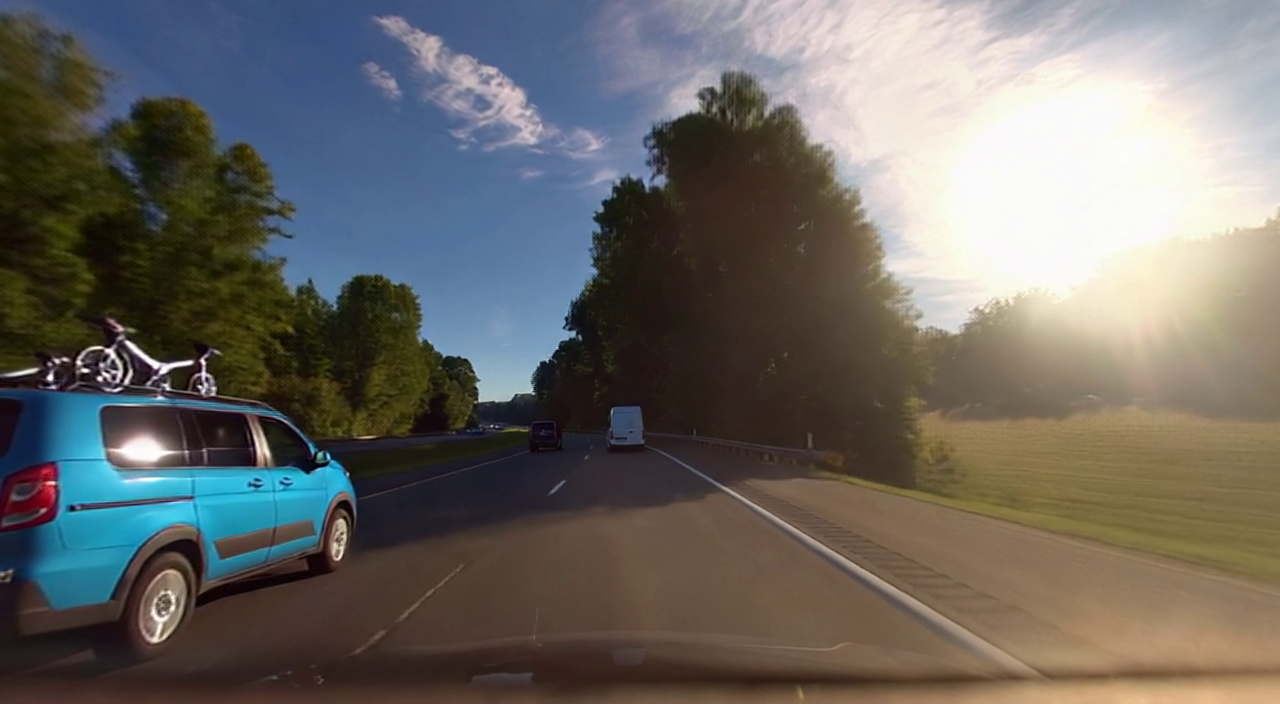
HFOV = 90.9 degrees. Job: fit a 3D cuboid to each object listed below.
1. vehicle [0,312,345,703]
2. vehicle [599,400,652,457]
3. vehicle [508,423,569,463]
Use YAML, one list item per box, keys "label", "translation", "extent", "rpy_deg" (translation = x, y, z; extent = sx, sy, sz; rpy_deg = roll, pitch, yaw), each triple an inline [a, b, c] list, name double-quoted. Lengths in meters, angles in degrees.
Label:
- label: "vehicle"
  translation: [-3.646, 0.808, 3.227]
  extent: [2.069, 1.751, 4.720]
  rpy_deg: [0, -7, -1]
- label: "vehicle"
  translation: [-0.883, 4.298, 35.278]
  extent: [2.647, 2.896, 6.480]
  rpy_deg: [0, -7, -3]
- label: "vehicle"
  translation: [-4.541, 4.131, 28.847]
  extent: [2.110, 1.636, 4.453]
  rpy_deg: [0, -7, -1]
